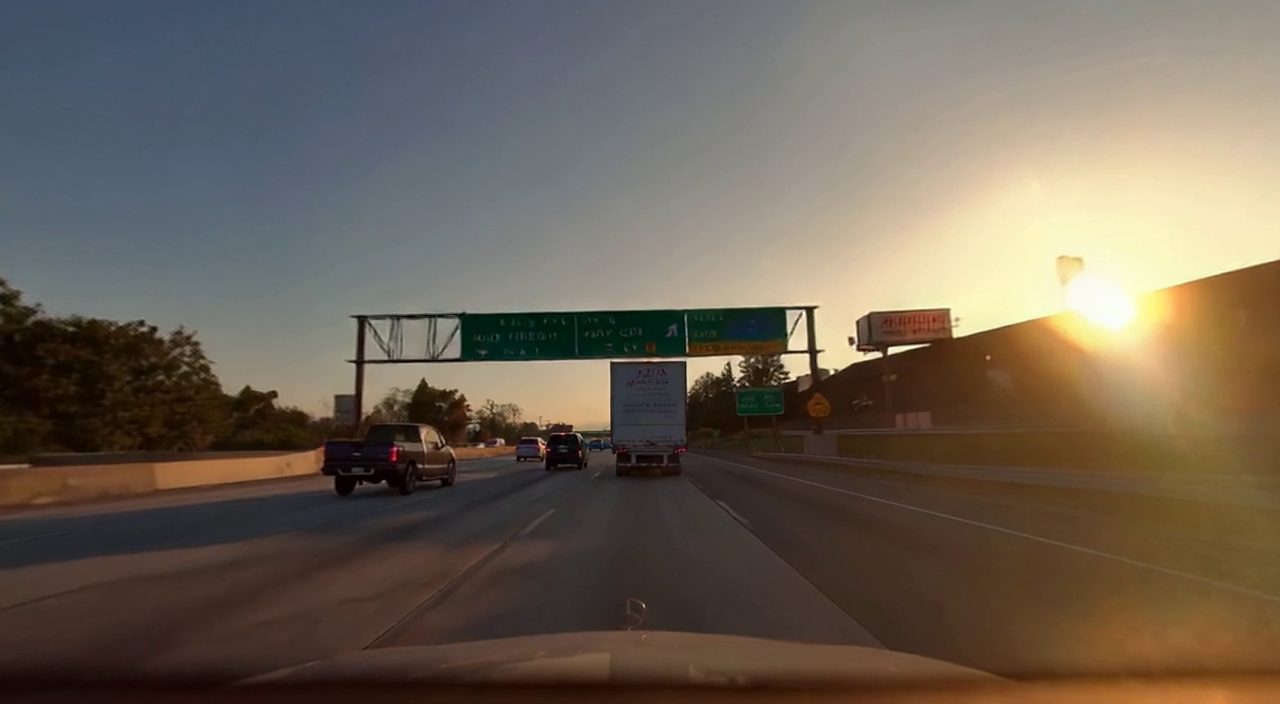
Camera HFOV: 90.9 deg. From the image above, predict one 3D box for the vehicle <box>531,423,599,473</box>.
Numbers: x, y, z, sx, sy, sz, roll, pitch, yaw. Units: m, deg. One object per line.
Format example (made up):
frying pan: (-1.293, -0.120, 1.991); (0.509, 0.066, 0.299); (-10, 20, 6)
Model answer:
vehicle: (-3.332, 4.474, 29.435); (2.379, 2.075, 6.169); (0, -9, 1)

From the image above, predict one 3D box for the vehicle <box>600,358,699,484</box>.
vehicle: (0.246, 2.787, 23.834); (2.941, 3.794, 9.851); (0, -9, 0)

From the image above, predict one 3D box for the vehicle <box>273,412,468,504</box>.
vehicle: (-6.684, 2.750, 16.750); (2.479, 1.978, 5.952); (0, -9, 1)
